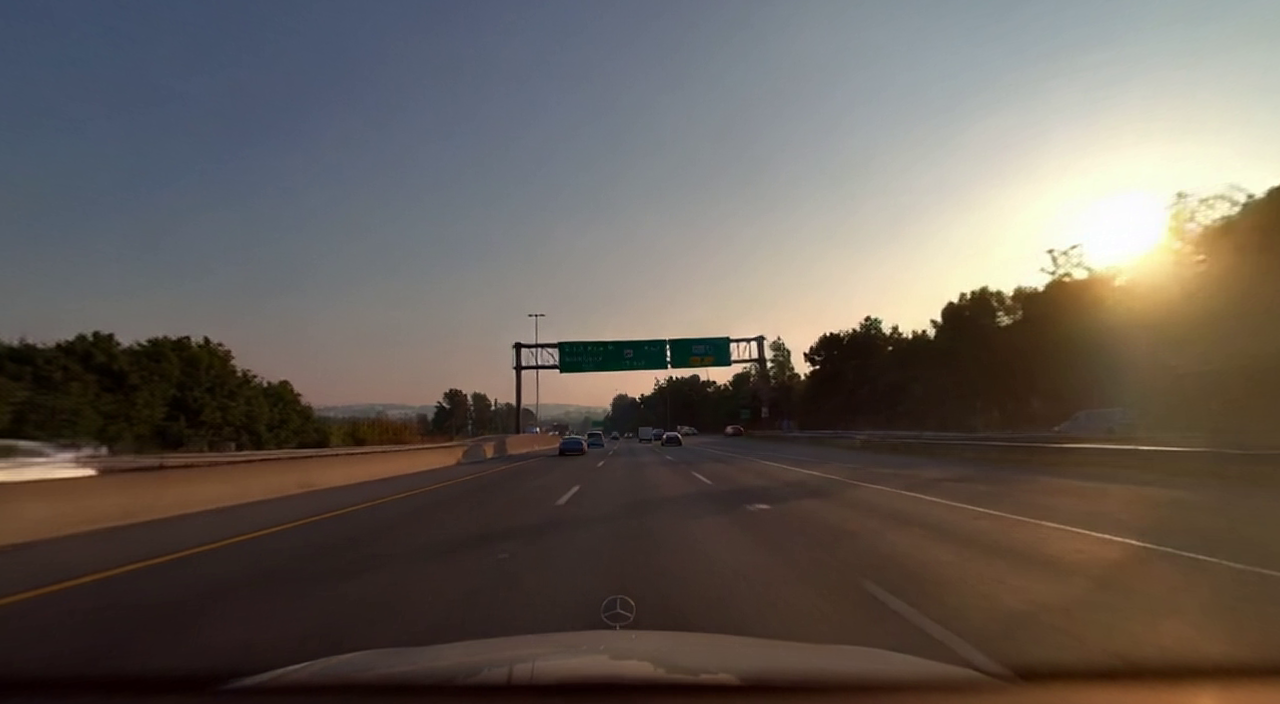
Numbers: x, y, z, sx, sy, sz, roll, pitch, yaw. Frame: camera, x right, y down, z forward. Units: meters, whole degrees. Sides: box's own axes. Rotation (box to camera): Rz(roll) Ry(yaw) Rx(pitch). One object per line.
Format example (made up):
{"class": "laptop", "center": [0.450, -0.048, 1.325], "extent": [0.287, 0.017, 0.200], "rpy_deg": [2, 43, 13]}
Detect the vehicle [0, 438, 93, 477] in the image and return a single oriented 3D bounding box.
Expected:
{"class": "vehicle", "center": [-40.310, 6.917, 41.828], "extent": [2.170, 2.315, 6.584], "rpy_deg": [0, -8, -1]}

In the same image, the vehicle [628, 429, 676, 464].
{"class": "vehicle", "center": [0.499, 4.557, 30.571], "extent": [2.086, 1.554, 3.875], "rpy_deg": [0, -8, -2]}

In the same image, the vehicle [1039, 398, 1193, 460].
{"class": "vehicle", "center": [21.439, 3.574, 28.905], "extent": [2.232, 2.540, 6.015], "rpy_deg": [0, -8, -1]}

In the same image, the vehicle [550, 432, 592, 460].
{"class": "vehicle", "center": [-3.922, 5.427, 36.583], "extent": [2.014, 1.471, 4.380], "rpy_deg": [0, -8, -1]}
